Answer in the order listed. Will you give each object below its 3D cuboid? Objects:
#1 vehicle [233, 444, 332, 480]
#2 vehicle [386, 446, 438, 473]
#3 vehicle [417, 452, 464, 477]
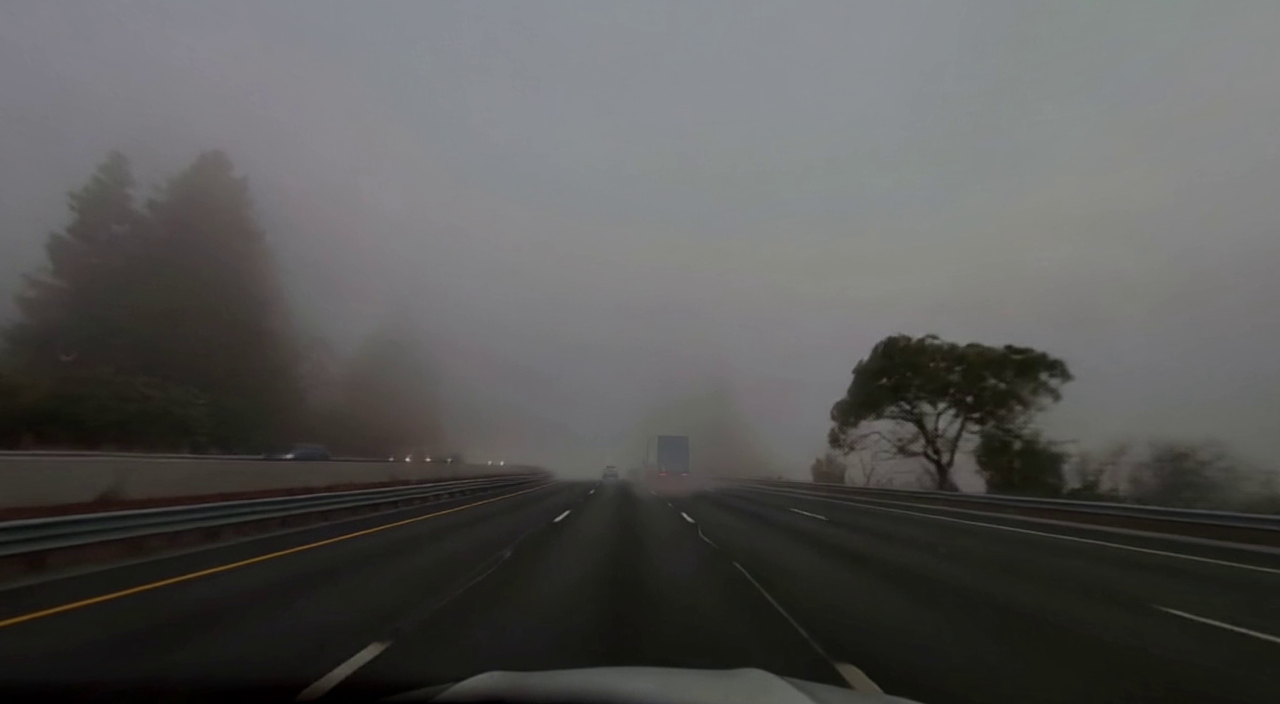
[{"bbox_3d":[-16.150,5.049,28.780,1.914,1.484,4.634,1,-11,-2],"label":"vehicle"},{"bbox_3d":[-16.966,8.107,47.127,2.106,1.843,4.997,1,-11,-1],"label":"vehicle"},{"bbox_3d":[-12.224,6.947,38.786,1.732,1.414,3.600,1,-11,-1],"label":"vehicle"}]
